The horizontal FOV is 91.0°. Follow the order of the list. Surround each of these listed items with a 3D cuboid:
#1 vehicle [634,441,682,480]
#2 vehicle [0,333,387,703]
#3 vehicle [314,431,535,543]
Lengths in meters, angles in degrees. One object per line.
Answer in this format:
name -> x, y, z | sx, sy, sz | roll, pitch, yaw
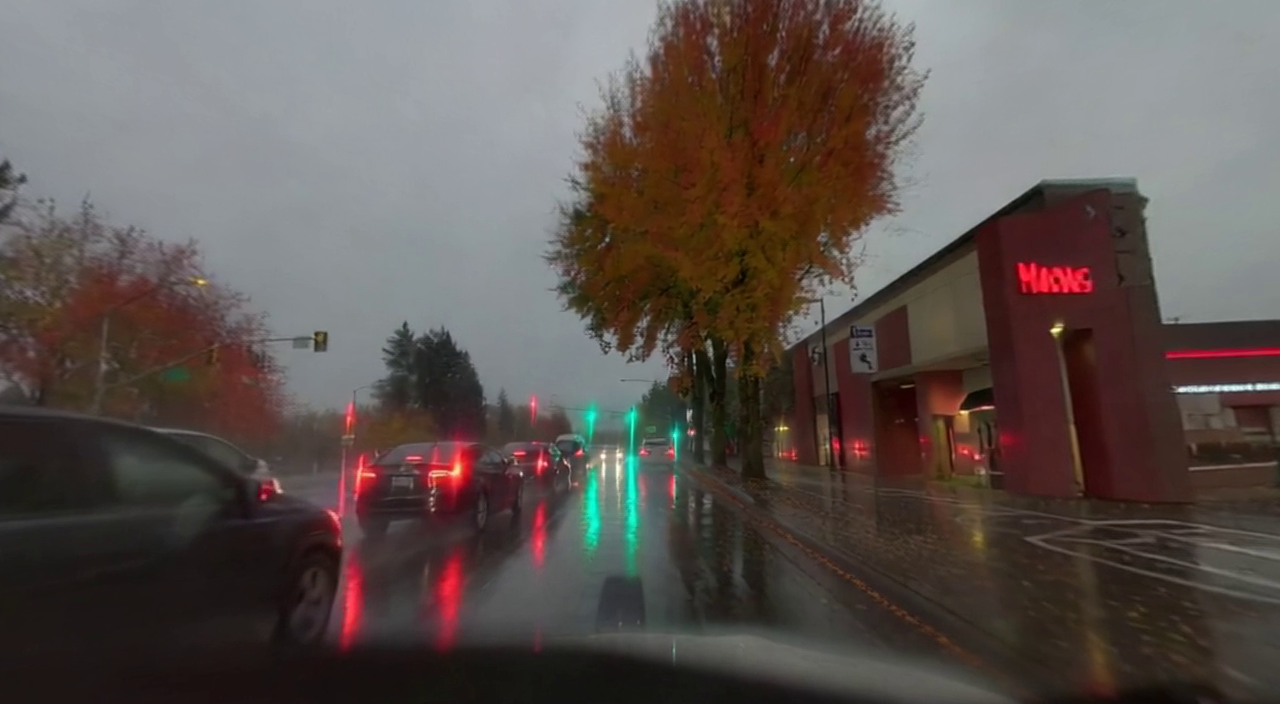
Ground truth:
vehicle -> 0.793, 5.167, 30.178 | 2.144, 1.704, 4.028 | 0, -9, 0
vehicle -> -3.119, 0.865, 2.613 | 2.165, 1.663, 4.513 | 0, -9, 1
vehicle -> -3.390, 2.232, 11.160 | 2.090, 1.506, 4.823 | 0, -9, 1
